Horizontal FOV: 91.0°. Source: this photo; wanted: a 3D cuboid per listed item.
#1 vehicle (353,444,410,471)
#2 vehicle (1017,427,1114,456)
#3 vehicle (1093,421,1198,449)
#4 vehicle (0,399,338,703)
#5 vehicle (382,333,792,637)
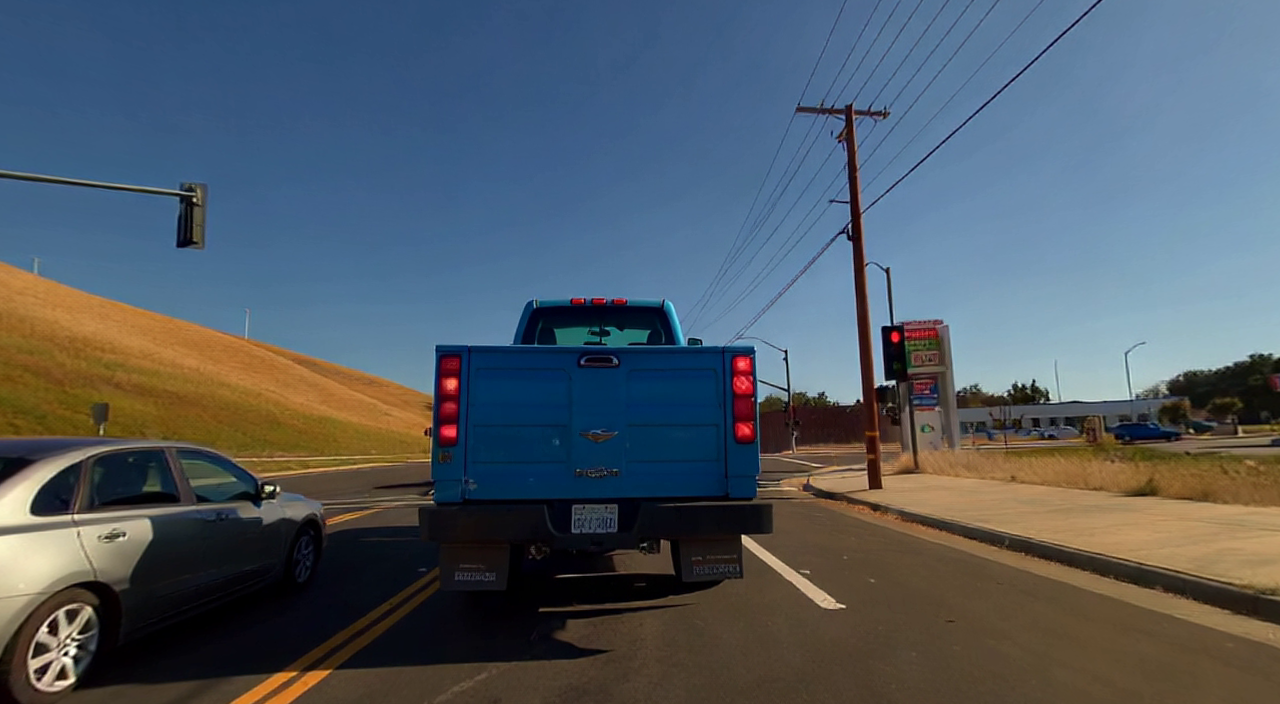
[{"bbox_3d":[-17.119,7.015,41.930,2.133,1.690,4.331,0,-9,-3],"label":"vehicle"},{"bbox_3d":[25.563,5.396,37.946,4.419,1.496,1.854,-2,-9,1],"label":"vehicle"},{"bbox_3d":[33.959,5.620,42.458,2.012,1.757,5.021,5,-10,-31],"label":"vehicle"},{"bbox_3d":[-3.961,1.190,3.998,2.017,1.555,4.150,-1,-9,0],"label":"vehicle"},{"bbox_3d":[-0.424,1.324,7.226,2.859,2.144,5.406,0,-9,-1],"label":"vehicle"}]
